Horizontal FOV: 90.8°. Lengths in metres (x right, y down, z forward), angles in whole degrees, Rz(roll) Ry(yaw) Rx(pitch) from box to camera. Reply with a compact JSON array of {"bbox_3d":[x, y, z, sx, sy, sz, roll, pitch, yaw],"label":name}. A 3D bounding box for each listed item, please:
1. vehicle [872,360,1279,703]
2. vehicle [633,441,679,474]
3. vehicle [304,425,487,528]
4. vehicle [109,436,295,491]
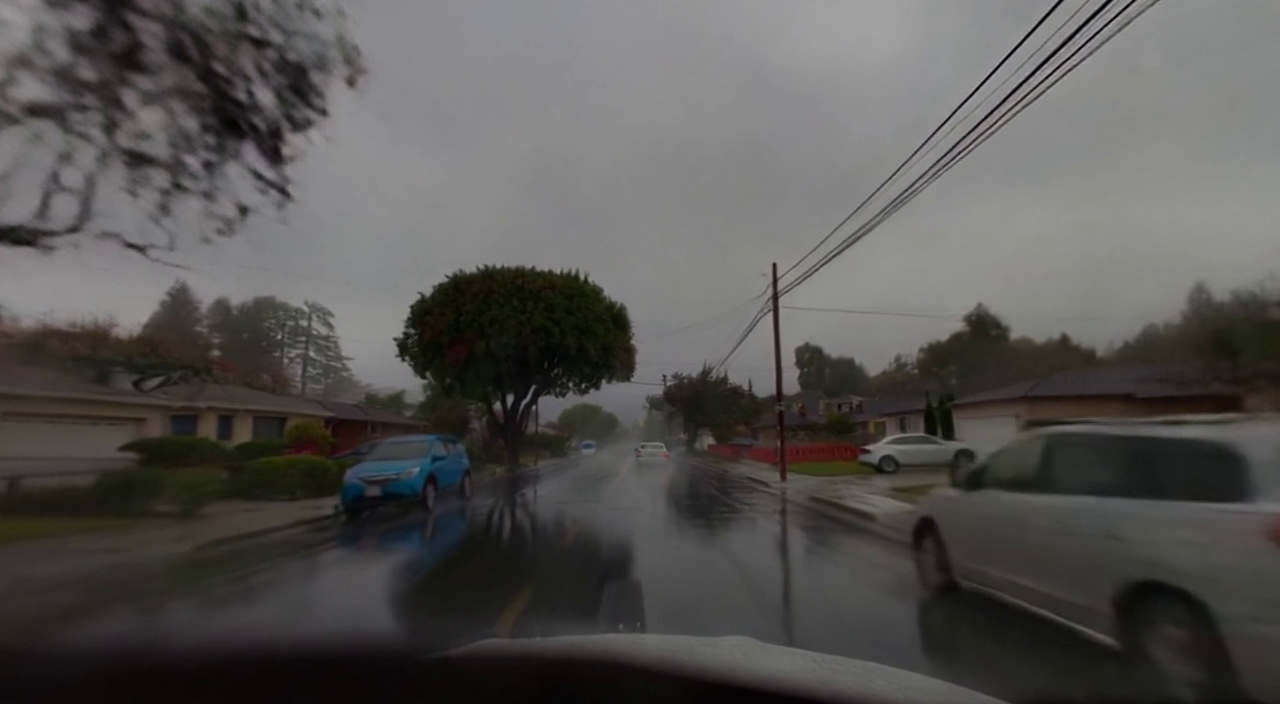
[{"bbox_3d":[3.451,1.182,4.477,1.978,1.690,4.306,0,-8,0],"label":"vehicle"},{"bbox_3d":[0.703,4.919,29.738,2.000,1.449,4.006,0,-8,0],"label":"vehicle"},{"bbox_3d":[-5.144,2.651,14.213,2.126,1.816,4.796,-3,-8,1],"label":"vehicle"},{"bbox_3d":[-12.849,3.270,18.732,4.129,1.523,1.839,0,-8,2],"label":"vehicle"}]
